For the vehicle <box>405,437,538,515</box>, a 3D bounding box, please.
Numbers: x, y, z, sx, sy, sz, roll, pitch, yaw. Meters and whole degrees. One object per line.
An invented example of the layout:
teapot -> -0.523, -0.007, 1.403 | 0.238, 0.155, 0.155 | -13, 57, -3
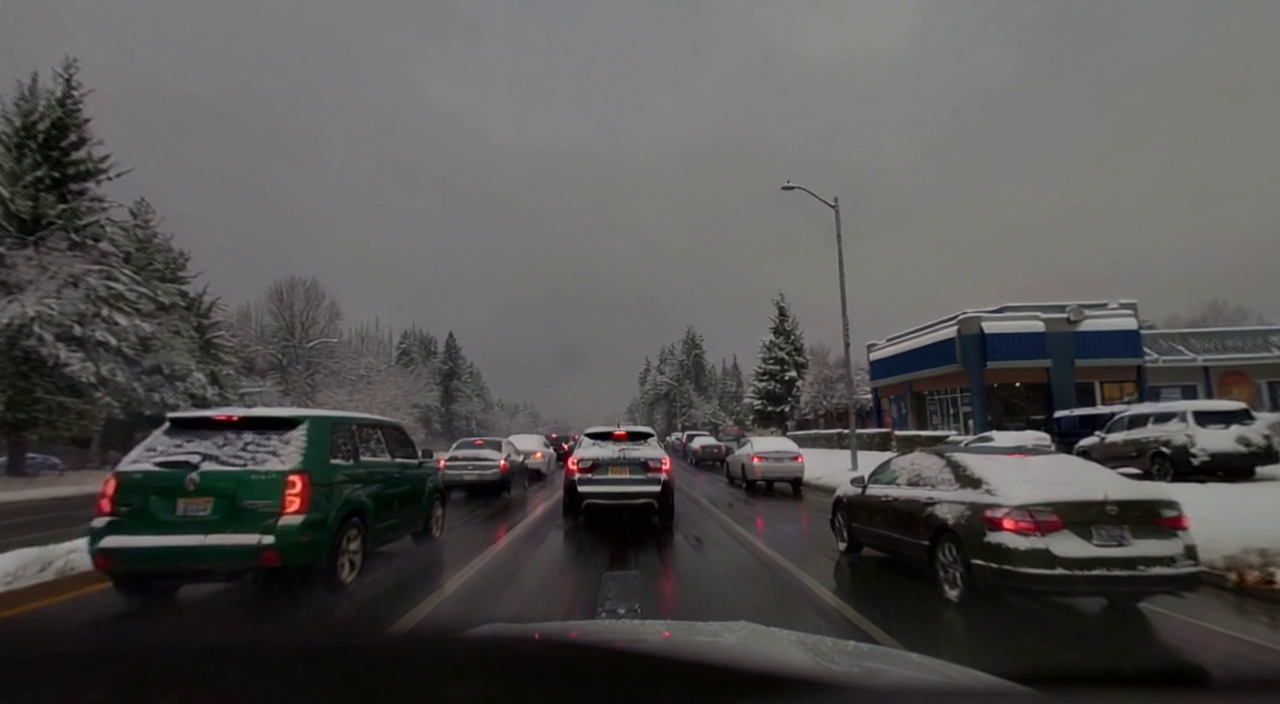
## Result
vehicle -> -3.560, 2.685, 14.187 | 1.849, 1.451, 4.218 | 0, -9, -1

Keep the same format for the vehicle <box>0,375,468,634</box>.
vehicle -> -3.628, 1.427, 6.857 | 2.231, 1.853, 4.461 | 0, -9, 0

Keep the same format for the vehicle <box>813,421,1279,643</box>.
vehicle -> 3.384, 1.539, 6.485 | 1.900, 1.477, 4.352 | 0, -9, -1

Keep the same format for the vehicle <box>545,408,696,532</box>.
vehicle -> -0.327, 2.079, 11.579 | 2.238, 1.825, 4.190 | 0, -9, -1

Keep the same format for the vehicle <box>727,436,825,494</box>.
vehicle -> 3.889, 3.304, 18.859 | 1.875, 1.521, 4.192 | 0, -9, -1
